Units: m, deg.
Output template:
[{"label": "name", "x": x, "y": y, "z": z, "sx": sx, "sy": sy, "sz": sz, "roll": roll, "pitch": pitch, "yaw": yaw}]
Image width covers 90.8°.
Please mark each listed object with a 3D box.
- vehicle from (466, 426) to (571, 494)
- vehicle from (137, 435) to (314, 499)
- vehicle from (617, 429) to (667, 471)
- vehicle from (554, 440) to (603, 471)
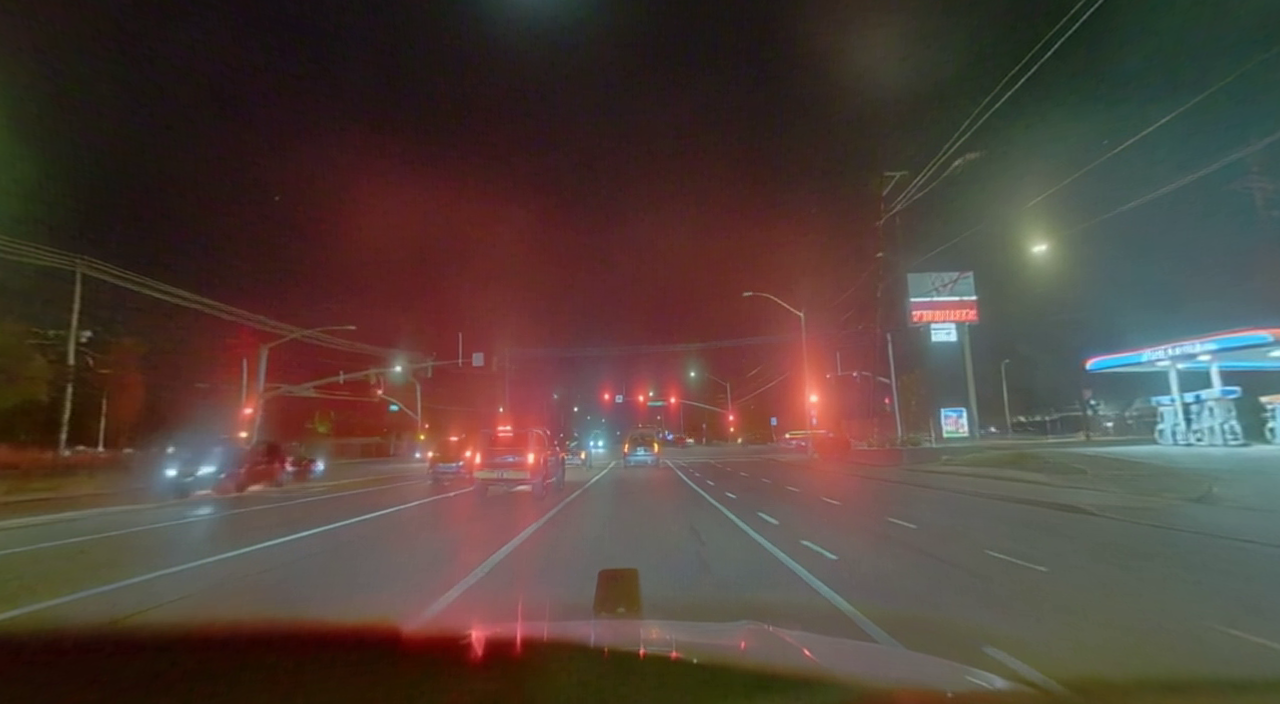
[{"label": "vehicle", "x": -3.368, "y": 3.106, "z": 18.469, "sx": 2.096, "sy": 1.718, "sz": 4.266, "roll": 0, "pitch": -9, "yaw": 2}, {"label": "vehicle", "x": -13.715, "y": 3.825, "z": 21.525, "sx": 2.238, "sy": 1.872, "sz": 5.625, "roll": 0, "pitch": -9, "yaw": -1}, {"label": "vehicle", "x": 0.111, "y": 4.697, "z": 30.426, "sx": 2.224, "sy": 1.819, "sz": 5.005, "roll": 0, "pitch": -9, "yaw": 1}, {"label": "vehicle", "x": -2.990, "y": 5.155, "z": 31.693, "sx": 1.881, "sy": 1.424, "sz": 4.098, "roll": 0, "pitch": -9, "yaw": 2}]
